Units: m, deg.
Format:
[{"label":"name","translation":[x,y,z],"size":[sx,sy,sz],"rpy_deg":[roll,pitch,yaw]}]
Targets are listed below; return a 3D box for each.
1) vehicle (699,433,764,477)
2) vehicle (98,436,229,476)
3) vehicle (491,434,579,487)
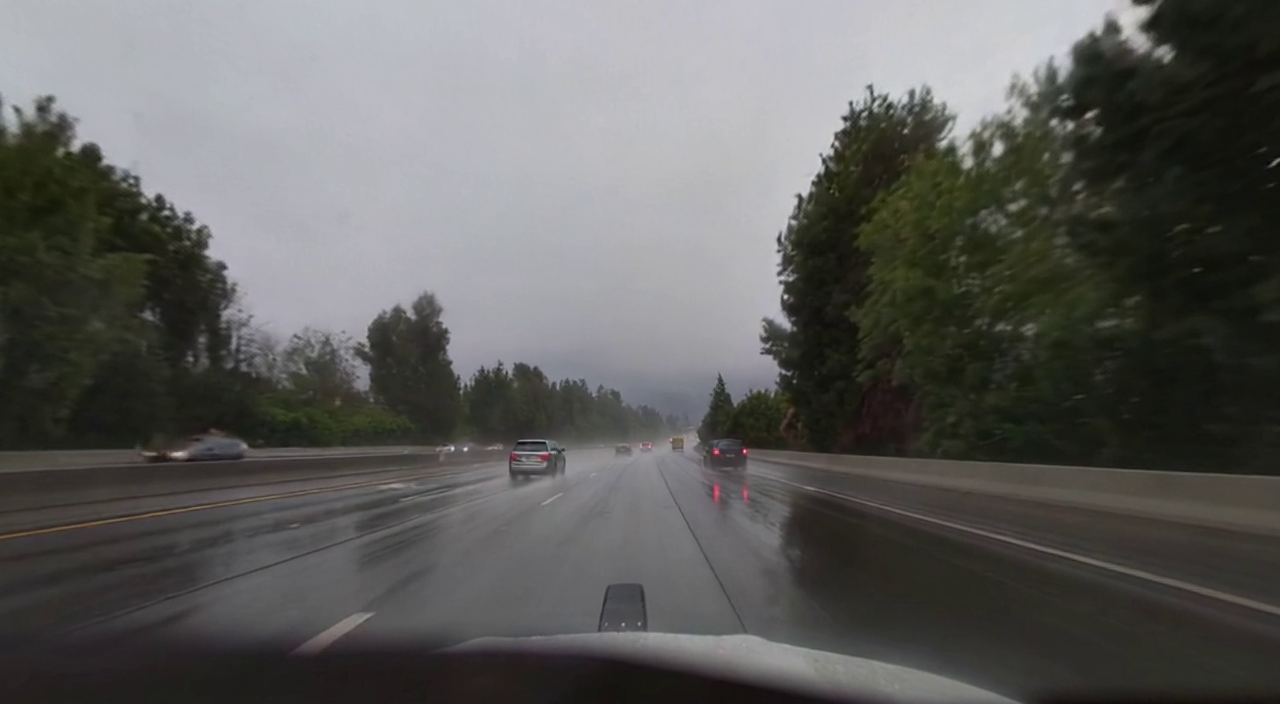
[{"label":"vehicle","translation":[3.945,4.541,27.872],"size":[2.149,1.796,4.487],"rpy_deg":[0,-8,-1]},{"label":"vehicle","translation":[-21.210,4.659,28.294],"size":[2.026,1.632,4.827],"rpy_deg":[0,-8,1]},{"label":"vehicle","translation":[-3.464,3.687,21.646],"size":[2.166,1.608,4.297],"rpy_deg":[0,-8,2]}]
